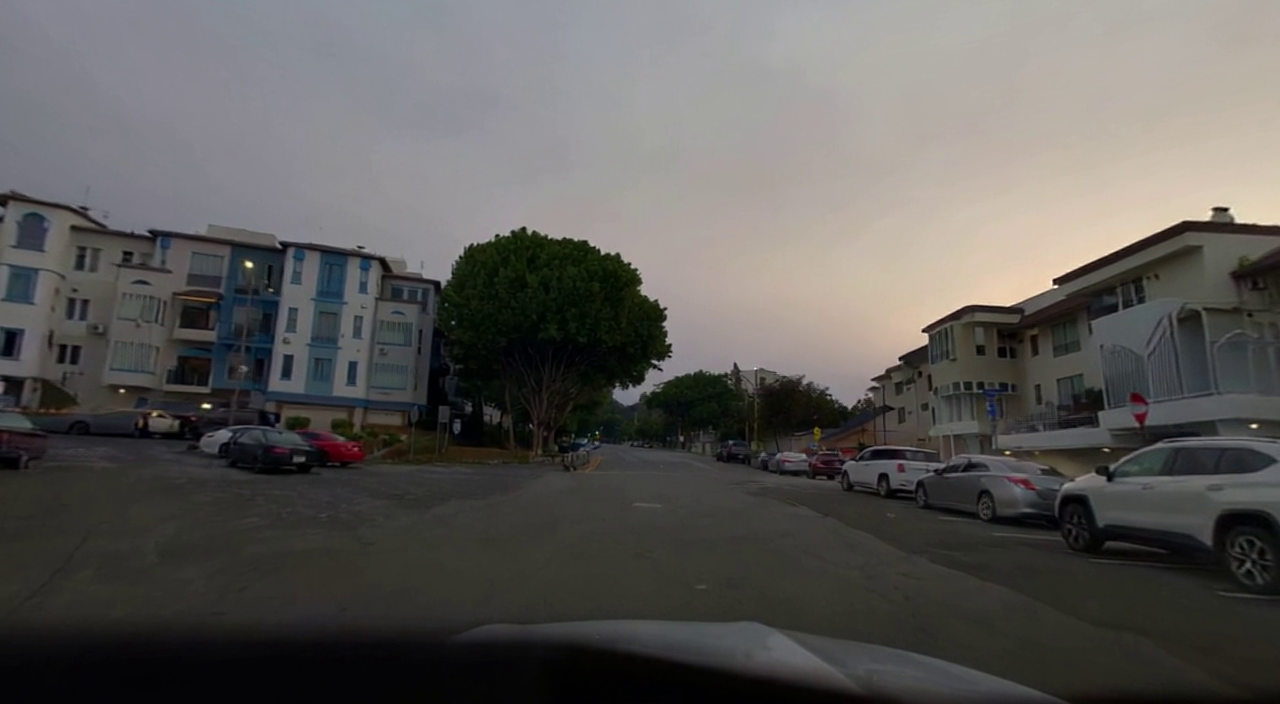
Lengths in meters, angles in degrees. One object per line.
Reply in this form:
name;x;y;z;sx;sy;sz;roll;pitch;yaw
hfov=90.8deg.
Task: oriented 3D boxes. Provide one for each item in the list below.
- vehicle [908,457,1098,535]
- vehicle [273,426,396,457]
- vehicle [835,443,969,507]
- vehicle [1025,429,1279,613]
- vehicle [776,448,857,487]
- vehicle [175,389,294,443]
vehicle;7.748;3.073;14.064;1.900;1.368;4.176;0;-8;3
vehicle;-13.727;4.073;28.654;4.603;1.335;1.889;1;-9;-8
vehicle;7.833;3.685;19.498;1.917;1.704;4.840;0;-8;-2
vehicle;7.459;1.915;7.905;2.181;1.792;5.066;0;-8;2
vehicle;7.715;5.080;28.118;2.122;1.554;4.777;0;-8;-1
vehicle;-18.839;2.978;29.384;4.598;1.645;2.019;8;-5;19
